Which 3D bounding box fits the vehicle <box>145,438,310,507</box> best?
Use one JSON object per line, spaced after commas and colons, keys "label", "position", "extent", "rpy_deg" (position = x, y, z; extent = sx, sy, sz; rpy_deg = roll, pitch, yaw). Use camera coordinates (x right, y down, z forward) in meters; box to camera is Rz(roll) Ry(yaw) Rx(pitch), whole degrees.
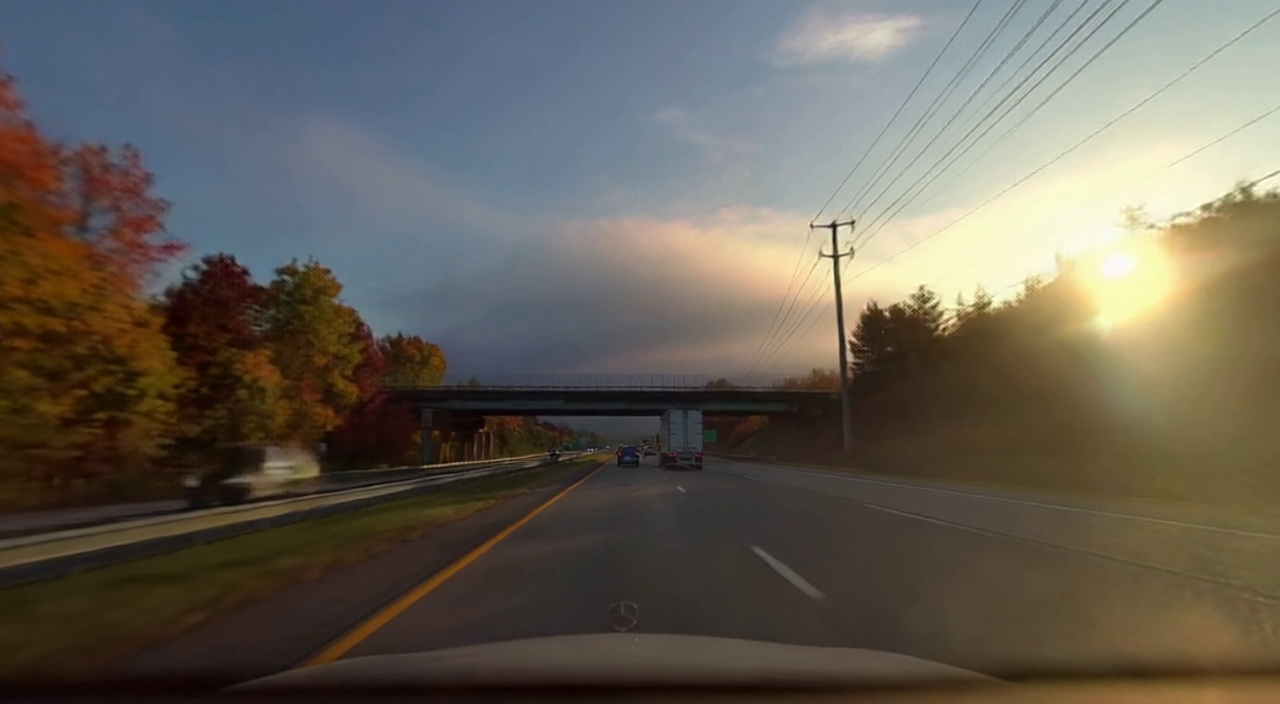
{"label": "vehicle", "position": [-13.433, 3.931, 20.917], "extent": [2.127, 1.971, 4.852], "rpy_deg": [0, -9, 0]}

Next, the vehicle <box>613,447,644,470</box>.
{"label": "vehicle", "position": [-0.771, 7.164, 42.290], "extent": [1.961, 1.454, 3.755], "rpy_deg": [0, -9, -1]}
